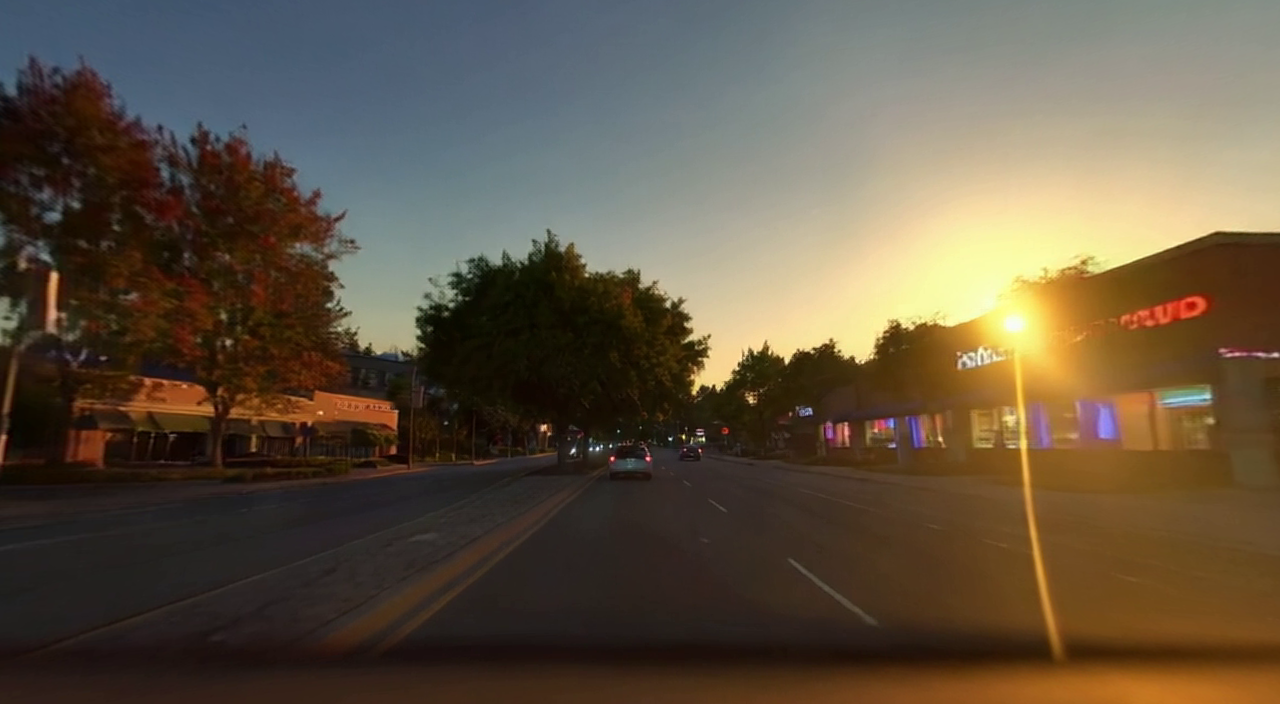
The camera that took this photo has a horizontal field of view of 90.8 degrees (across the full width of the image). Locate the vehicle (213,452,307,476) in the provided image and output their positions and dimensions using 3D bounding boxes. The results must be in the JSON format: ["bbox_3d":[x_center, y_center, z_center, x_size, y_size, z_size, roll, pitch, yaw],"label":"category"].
[{"bbox_3d":[-23.215,6.836,38.704,4.472,1.412,1.891,0,-9,-3],"label":"vehicle"}]

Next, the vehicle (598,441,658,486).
[{"bbox_3d":[-0.413,4.027,23.031,2.006,1.487,3.535,0,-9,-1],"label":"vehicle"}]

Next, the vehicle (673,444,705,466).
[{"bbox_3d":[3.513,7.484,45.922,1.910,1.474,4.003,0,-9,-1],"label":"vehicle"}]
